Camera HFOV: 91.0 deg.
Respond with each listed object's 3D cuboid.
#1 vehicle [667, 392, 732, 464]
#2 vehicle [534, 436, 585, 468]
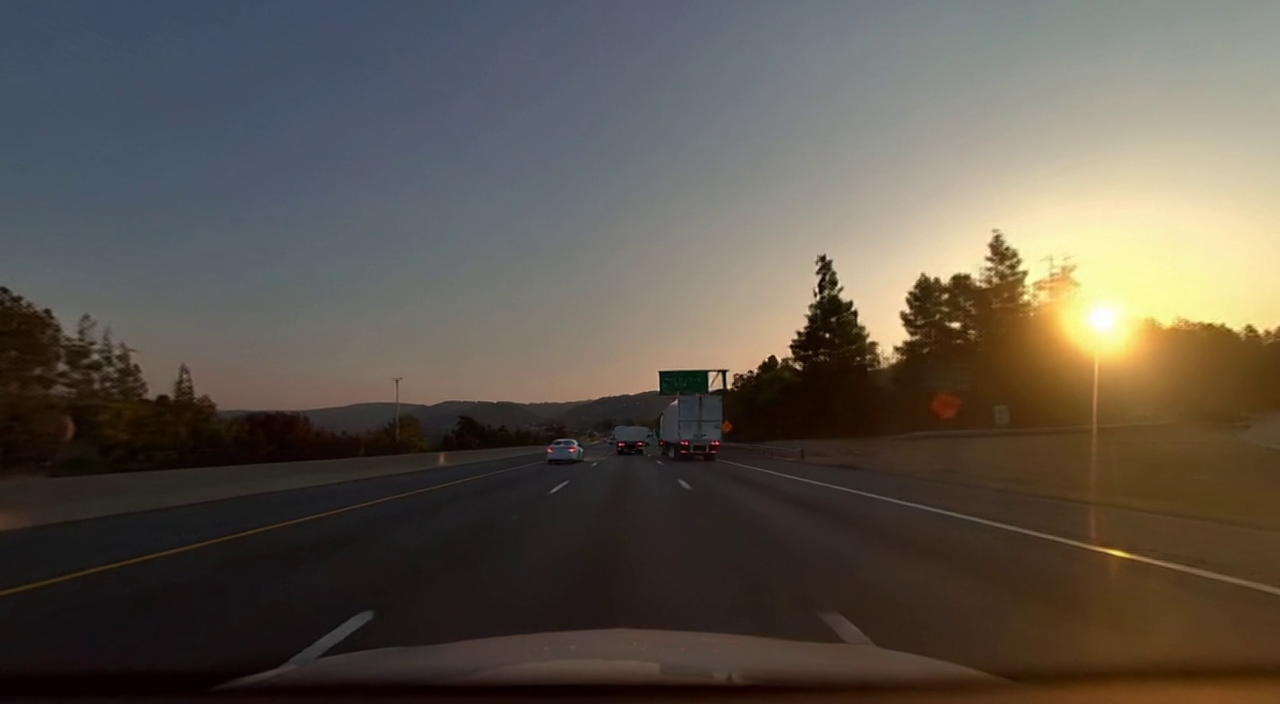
[{"bbox_3d":[3.554,5.023,40.497,2.997,3.983,10.860,1,-8,-1],"label":"vehicle"},{"bbox_3d":[-4.093,5.180,32.788,2.111,1.536,4.270,0,-8,0],"label":"vehicle"}]
